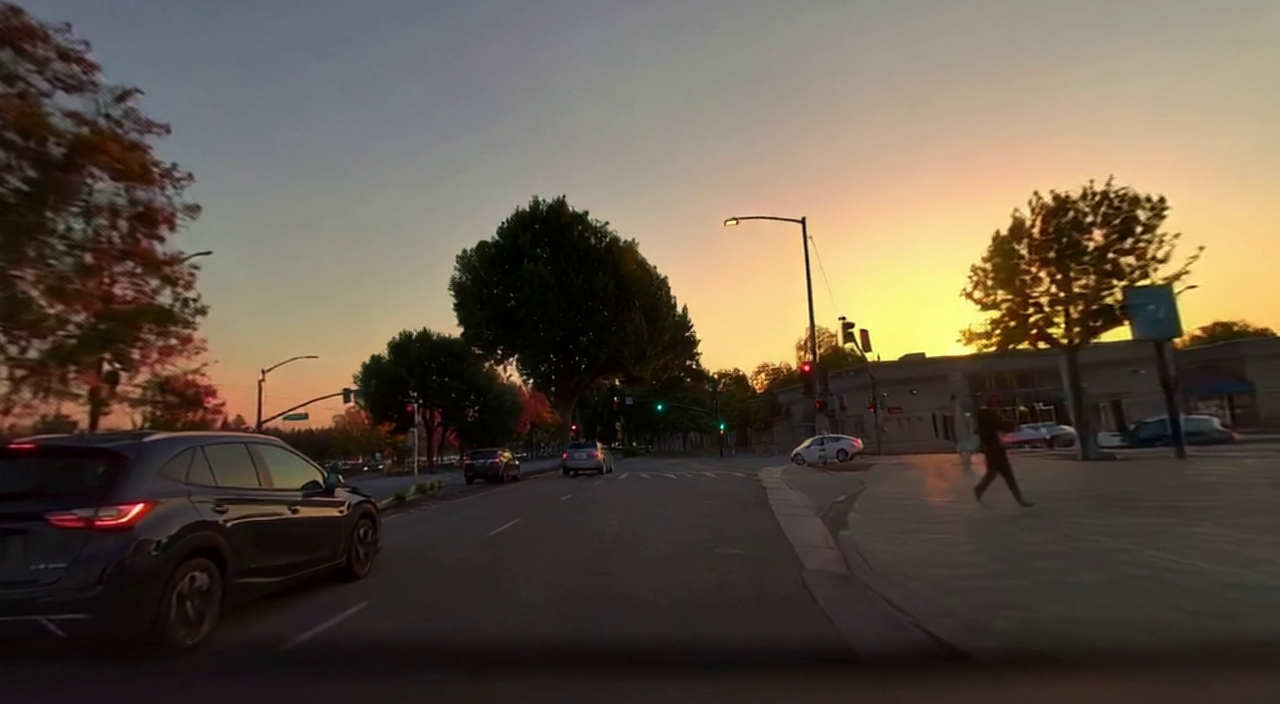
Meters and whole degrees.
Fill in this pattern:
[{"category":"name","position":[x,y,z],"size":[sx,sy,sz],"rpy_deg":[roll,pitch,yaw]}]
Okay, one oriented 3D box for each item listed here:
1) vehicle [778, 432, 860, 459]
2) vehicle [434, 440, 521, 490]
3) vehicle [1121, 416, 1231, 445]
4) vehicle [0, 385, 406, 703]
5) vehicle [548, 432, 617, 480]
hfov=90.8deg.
[{"category":"vehicle","position":[12.196,6.377,43.202],"size":[4.916,1.746,2.077],"rpy_deg":[-6,-10,35]},{"category":"vehicle","position":[-6.706,4.690,26.617],"size":[2.160,1.779,4.549],"rpy_deg":[-4,-9,4]},{"category":"vehicle","position":[32.593,4.838,38.642],"size":[4.852,1.680,1.997],"rpy_deg":[-6,-10,35]},{"category":"vehicle","position":[-3.751,1.295,5.062],"size":[2.002,1.664,4.113],"rpy_deg":[0,-8,3]},{"category":"vehicle","position":[-2.386,4.541,27.487],"size":[2.167,1.832,4.679],"rpy_deg":[-2,-10,5]}]
